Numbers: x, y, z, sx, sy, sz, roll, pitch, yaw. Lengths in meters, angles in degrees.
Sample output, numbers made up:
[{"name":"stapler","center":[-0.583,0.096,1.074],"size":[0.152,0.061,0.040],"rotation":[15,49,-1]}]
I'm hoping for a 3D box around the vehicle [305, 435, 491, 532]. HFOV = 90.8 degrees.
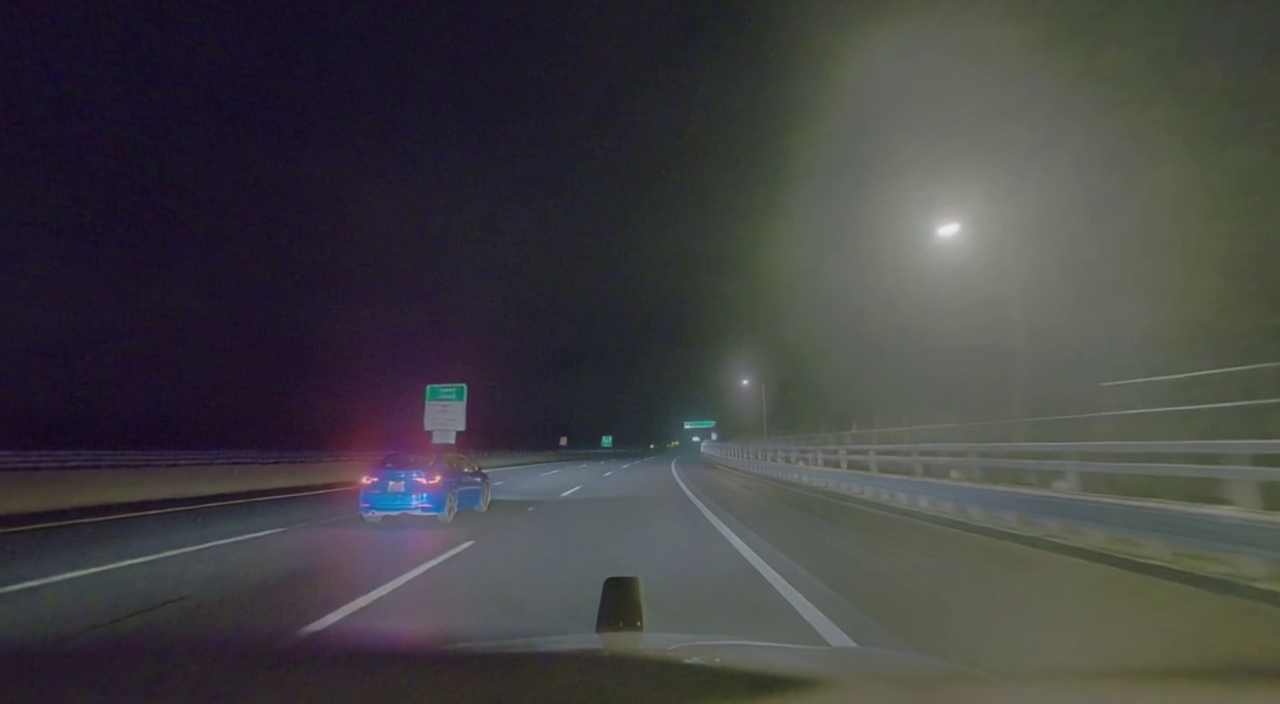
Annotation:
[{"name":"vehicle","center":[-4.277,2.370,11.904],"size":[1.928,1.504,3.745],"rotation":[0,-9,1]}]
